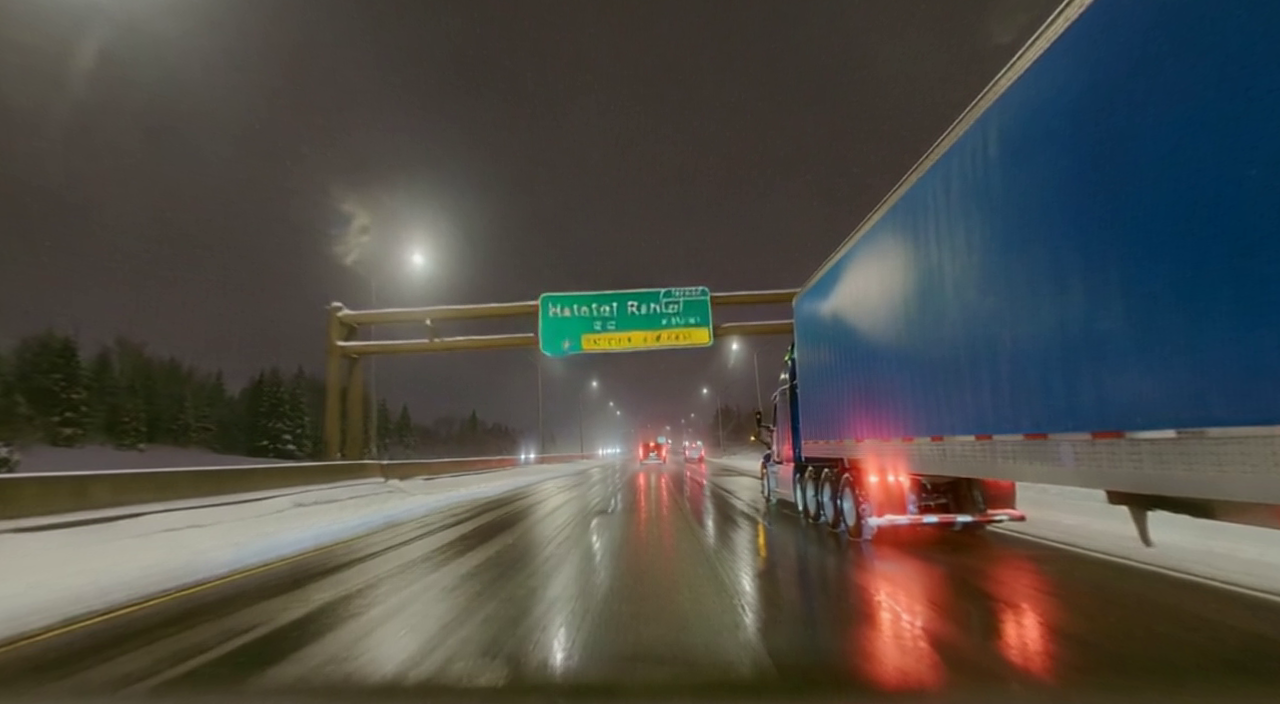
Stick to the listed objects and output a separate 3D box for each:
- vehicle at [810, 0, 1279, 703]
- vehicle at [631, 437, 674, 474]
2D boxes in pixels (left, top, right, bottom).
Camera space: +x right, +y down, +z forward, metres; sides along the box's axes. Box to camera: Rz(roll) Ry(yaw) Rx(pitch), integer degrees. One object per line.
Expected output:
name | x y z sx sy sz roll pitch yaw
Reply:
vehicle | 4.124 -0.500 1.769 3.019 4.145 16.453 -1 -9 1
vehicle | 0.676 5.689 34.806 2.205 1.860 4.301 -1 -9 0
